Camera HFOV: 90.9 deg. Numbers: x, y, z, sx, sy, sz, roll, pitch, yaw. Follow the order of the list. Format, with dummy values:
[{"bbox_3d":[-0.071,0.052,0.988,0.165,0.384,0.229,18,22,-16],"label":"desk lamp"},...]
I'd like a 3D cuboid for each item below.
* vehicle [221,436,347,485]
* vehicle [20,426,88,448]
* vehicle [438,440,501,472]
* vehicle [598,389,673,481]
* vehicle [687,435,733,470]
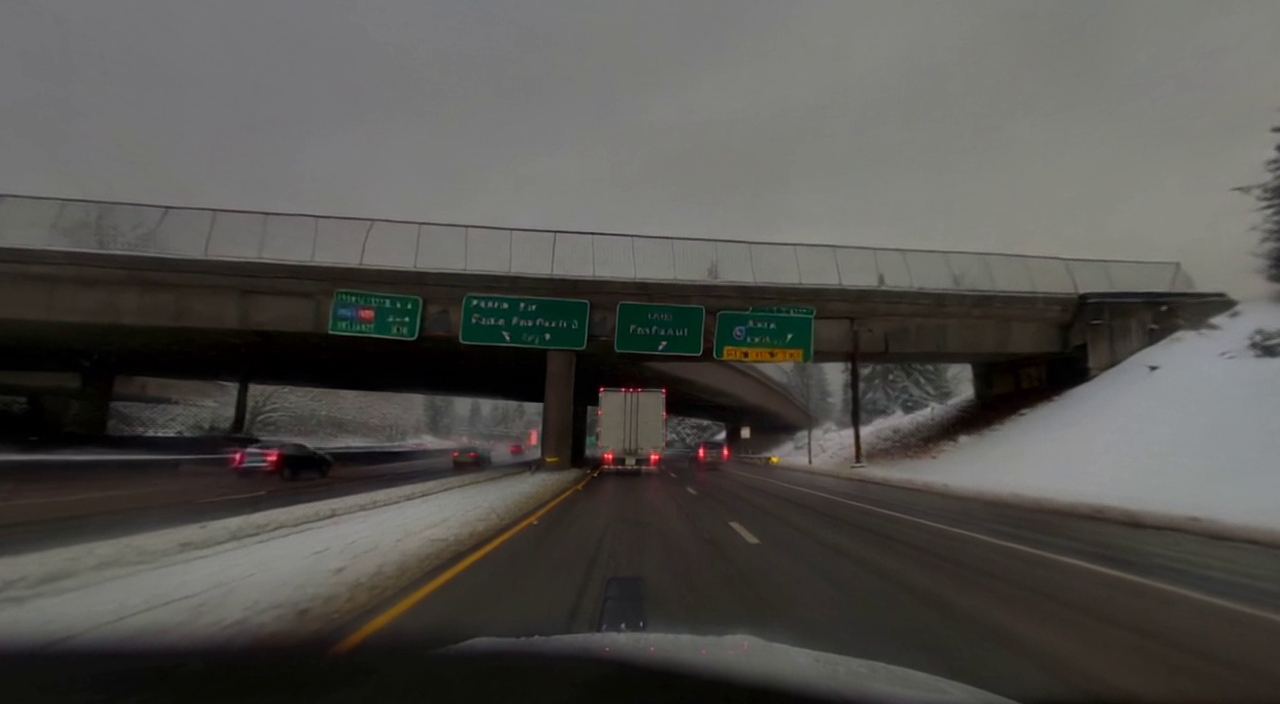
[{"bbox_3d":[-12.146,3.727,21.890,1.906,1.510,4.303,0,-8,-1],"label":"vehicle"},{"bbox_3d":[-42.884,6.282,46.252,1.633,1.418,3.850,1,-10,-7],"label":"vehicle"},{"bbox_3d":[-8.764,5.388,32.817,2.057,1.506,4.829,0,-9,-2],"label":"vehicle"},{"bbox_3d":[-0.257,4.060,30.204,2.916,3.584,10.841,0,-9,-1],"label":"vehicle"},{"bbox_3d":[4.171,6.107,38.521,2.174,1.968,5.016,0,-9,-1],"label":"vehicle"}]
